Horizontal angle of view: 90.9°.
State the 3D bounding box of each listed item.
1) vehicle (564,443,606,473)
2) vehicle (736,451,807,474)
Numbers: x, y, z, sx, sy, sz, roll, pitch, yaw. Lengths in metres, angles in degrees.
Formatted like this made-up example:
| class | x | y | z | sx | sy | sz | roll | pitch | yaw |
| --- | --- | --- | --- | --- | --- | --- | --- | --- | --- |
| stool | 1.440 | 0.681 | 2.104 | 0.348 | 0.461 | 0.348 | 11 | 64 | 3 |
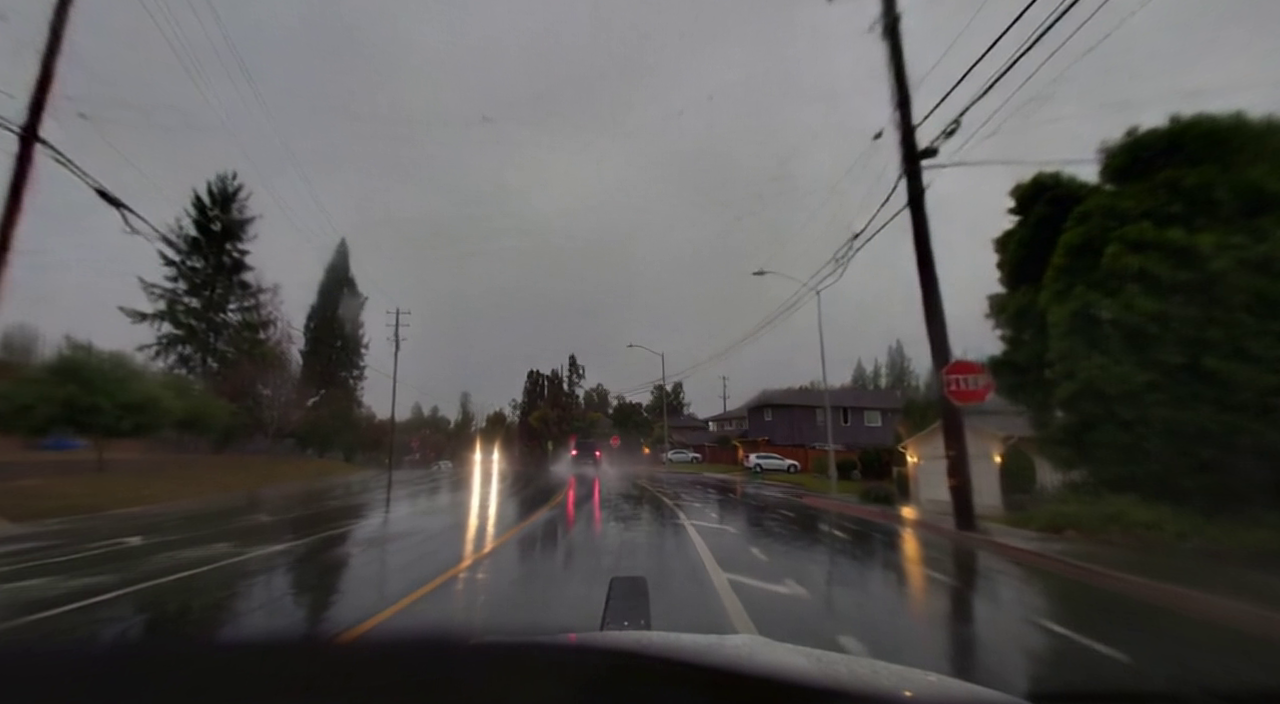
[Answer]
| class | x | y | z | sx | sy | sz | roll | pitch | yaw |
| --- | --- | --- | --- | --- | --- | --- | --- | --- | --- |
| vehicle | -3.816 | 7.166 | 42.909 | 2.284 | 1.741 | 4.702 | 4 | -8 | -10 |
| vehicle | 9.184 | 7.716 | 44.158 | 4.383 | 1.508 | 1.884 | 1 | -8 | -10 |
